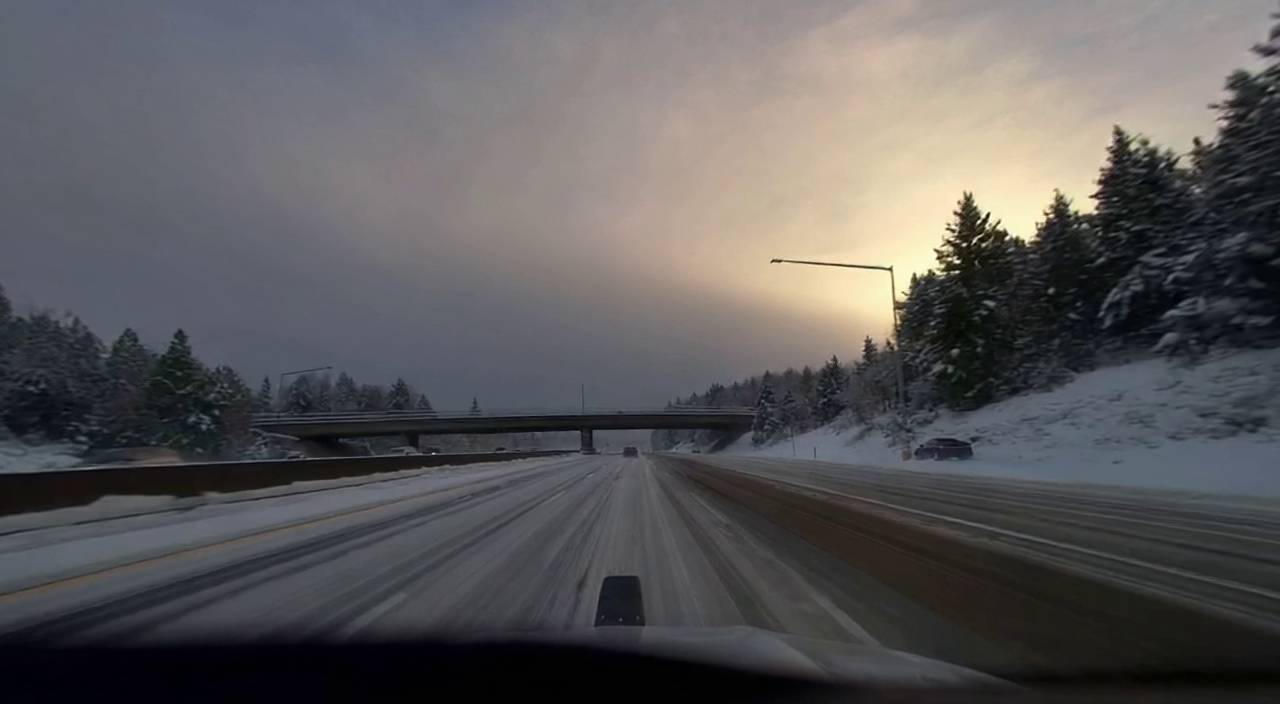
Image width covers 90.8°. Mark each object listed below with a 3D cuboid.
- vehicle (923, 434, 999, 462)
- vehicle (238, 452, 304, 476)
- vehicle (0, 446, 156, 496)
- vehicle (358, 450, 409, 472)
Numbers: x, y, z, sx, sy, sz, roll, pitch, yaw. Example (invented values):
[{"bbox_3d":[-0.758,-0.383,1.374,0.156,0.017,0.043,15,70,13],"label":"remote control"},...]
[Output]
[{"bbox_3d":[18.609,5.606,36.871,1.916,1.508,4.485,0,-9,-3],"label":"vehicle"},{"bbox_3d":[-25.600,7.779,44.027,2.024,1.547,4.451,0,-9,-2],"label":"vehicle"},{"bbox_3d":[-22.096,4.597,24.948,1.936,1.735,5.067,0,-9,-1],"label":"vehicle"},{"bbox_3d":[-18.658,7.890,46.140,1.871,1.497,4.589,0,-9,-1],"label":"vehicle"}]
